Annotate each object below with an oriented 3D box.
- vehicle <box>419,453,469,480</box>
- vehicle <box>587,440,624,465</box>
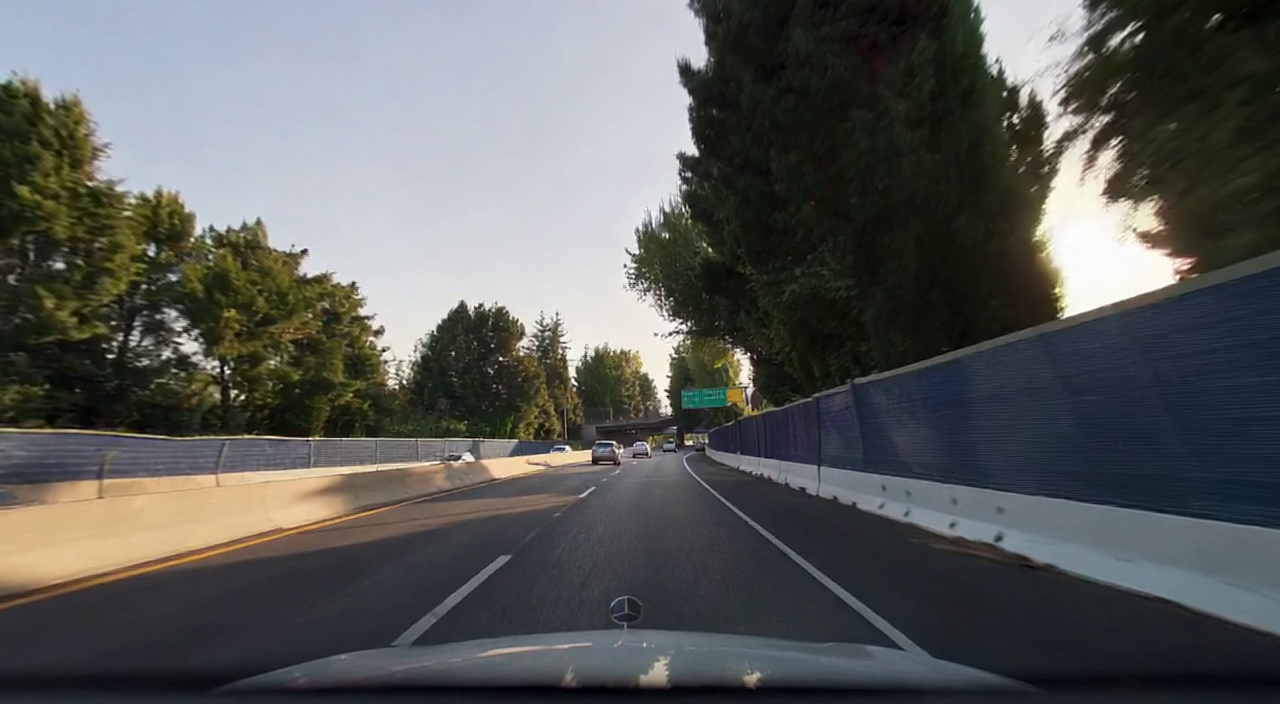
[{"bbox_3d":[-13.708,7.987,44.290,1.909,1.706,4.501,0,-8,2],"label":"vehicle"},{"bbox_3d":[-2.195,6.592,41.376,1.985,1.518,3.847,-1,-8,4],"label":"vehicle"}]
